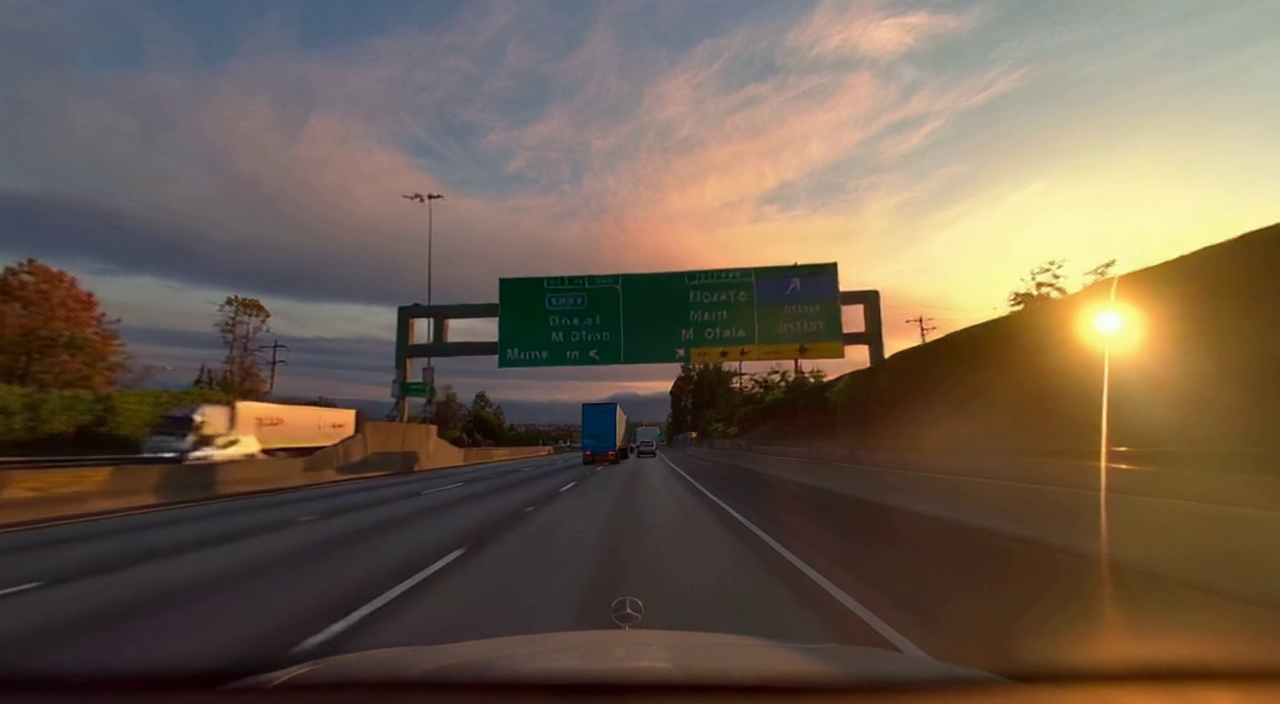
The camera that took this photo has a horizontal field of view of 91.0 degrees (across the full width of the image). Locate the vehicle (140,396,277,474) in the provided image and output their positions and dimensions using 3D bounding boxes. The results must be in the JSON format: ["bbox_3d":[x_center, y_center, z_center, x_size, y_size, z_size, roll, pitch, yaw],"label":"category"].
[{"bbox_3d":[-22.725,4.446,33.588,2.928,3.764,5.866,0,-8,0],"label":"vehicle"}]
